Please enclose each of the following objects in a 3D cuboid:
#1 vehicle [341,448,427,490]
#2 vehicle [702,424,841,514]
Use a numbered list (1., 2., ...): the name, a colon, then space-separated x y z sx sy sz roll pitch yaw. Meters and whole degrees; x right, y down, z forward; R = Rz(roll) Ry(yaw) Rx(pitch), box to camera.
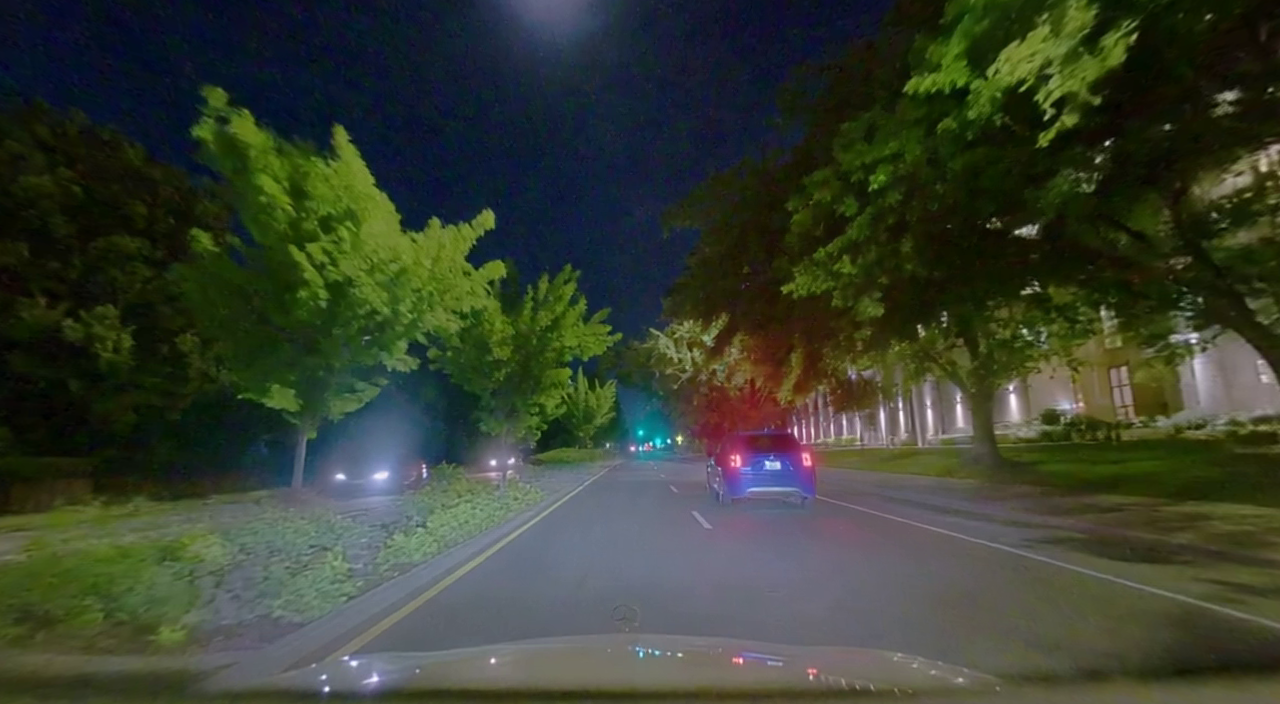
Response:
1. vehicle: -11.475 5.238 28.658 2.003 1.733 4.392 0 -9 1
2. vehicle: 2.763 2.593 14.462 2.164 1.725 4.285 0 -9 -1
